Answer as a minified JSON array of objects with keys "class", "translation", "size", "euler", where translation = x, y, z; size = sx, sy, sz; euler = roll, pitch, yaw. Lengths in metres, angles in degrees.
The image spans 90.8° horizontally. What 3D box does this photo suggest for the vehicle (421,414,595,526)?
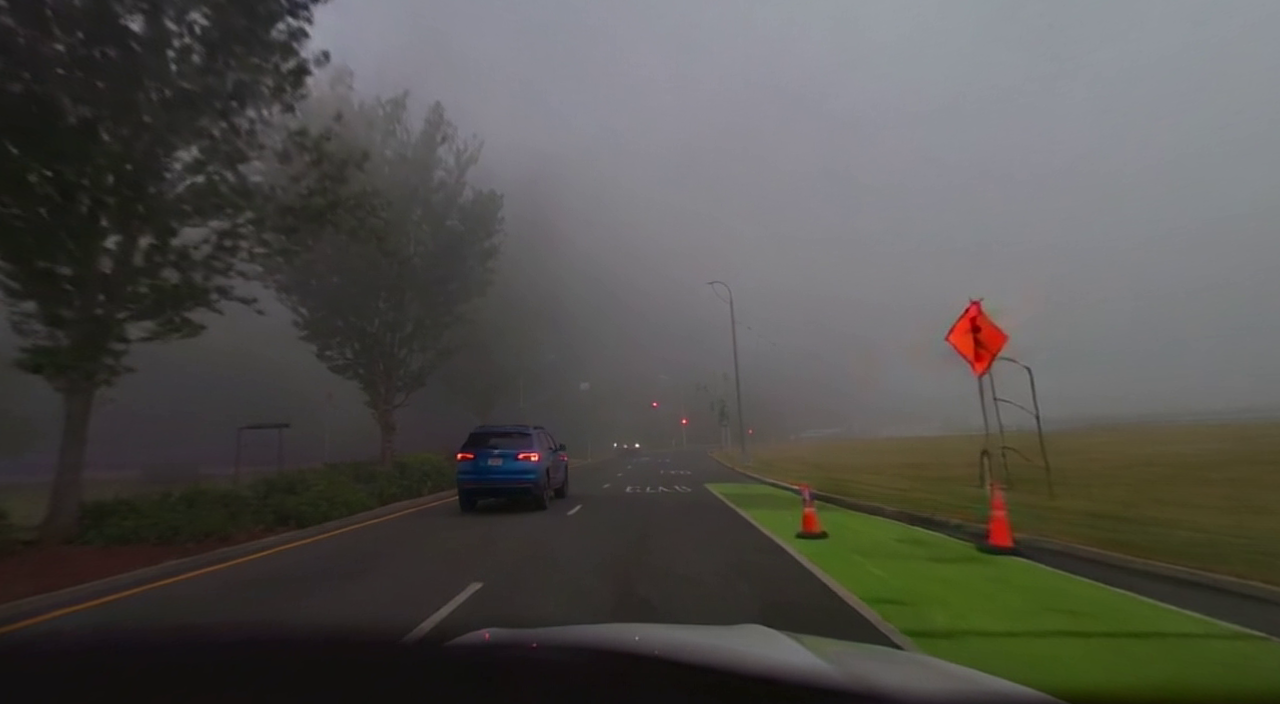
[{"class":"vehicle","translation":[-2.347,2.293,12.780],"size":[2.339,1.790,4.629],"euler":[-2,-9,2]}]
